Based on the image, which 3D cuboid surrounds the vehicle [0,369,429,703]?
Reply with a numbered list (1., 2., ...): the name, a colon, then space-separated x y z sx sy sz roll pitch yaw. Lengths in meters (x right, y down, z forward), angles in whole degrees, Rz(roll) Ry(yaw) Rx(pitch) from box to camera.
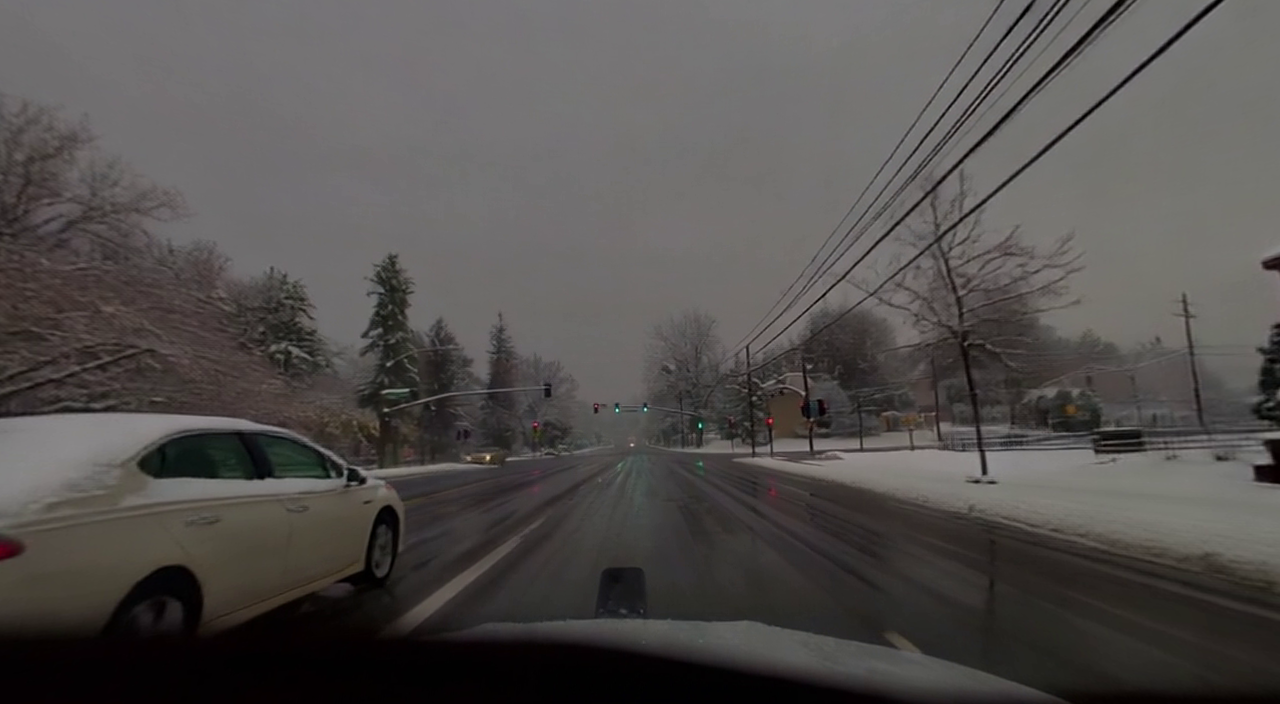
1. vehicle: -3.266 1.087 3.796 2.139 1.564 4.901 0 -9 2
